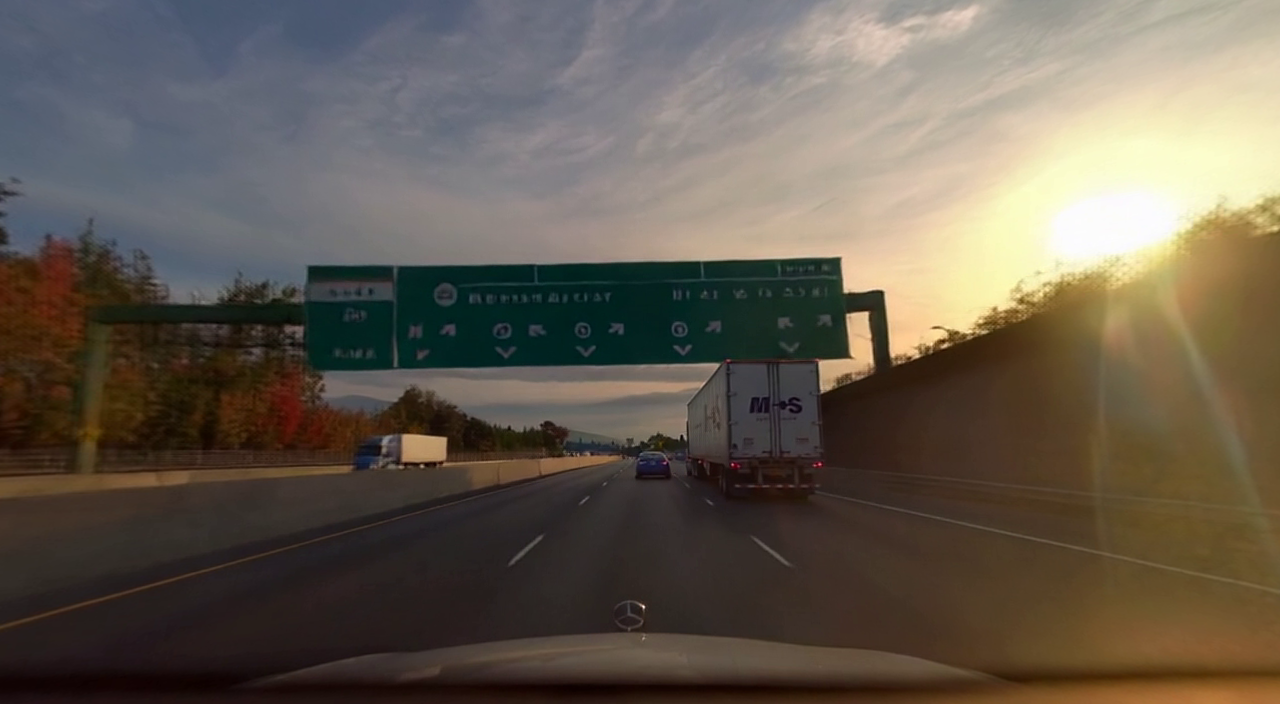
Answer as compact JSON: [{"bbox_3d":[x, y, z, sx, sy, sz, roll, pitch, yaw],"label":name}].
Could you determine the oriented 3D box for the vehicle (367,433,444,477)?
[{"bbox_3d":[-16.974,7.534,46.260,2.732,2.908,7.110,0,-9,1],"label":"vehicle"}]

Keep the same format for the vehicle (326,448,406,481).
[{"bbox_3d":[-17.035,7.005,39.479,2.827,1.881,4.544,0,-9,1],"label":"vehicle"}]

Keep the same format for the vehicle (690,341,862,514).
[{"bbox_3d":[3.757,2.844,22.070,3.002,4.104,14.174,0,-9,0],"label":"vehicle"}]

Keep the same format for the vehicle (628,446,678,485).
[{"bbox_3d":[0.570,5.173,28.975,2.121,1.642,3.828,0,-9,0],"label":"vehicle"}]
